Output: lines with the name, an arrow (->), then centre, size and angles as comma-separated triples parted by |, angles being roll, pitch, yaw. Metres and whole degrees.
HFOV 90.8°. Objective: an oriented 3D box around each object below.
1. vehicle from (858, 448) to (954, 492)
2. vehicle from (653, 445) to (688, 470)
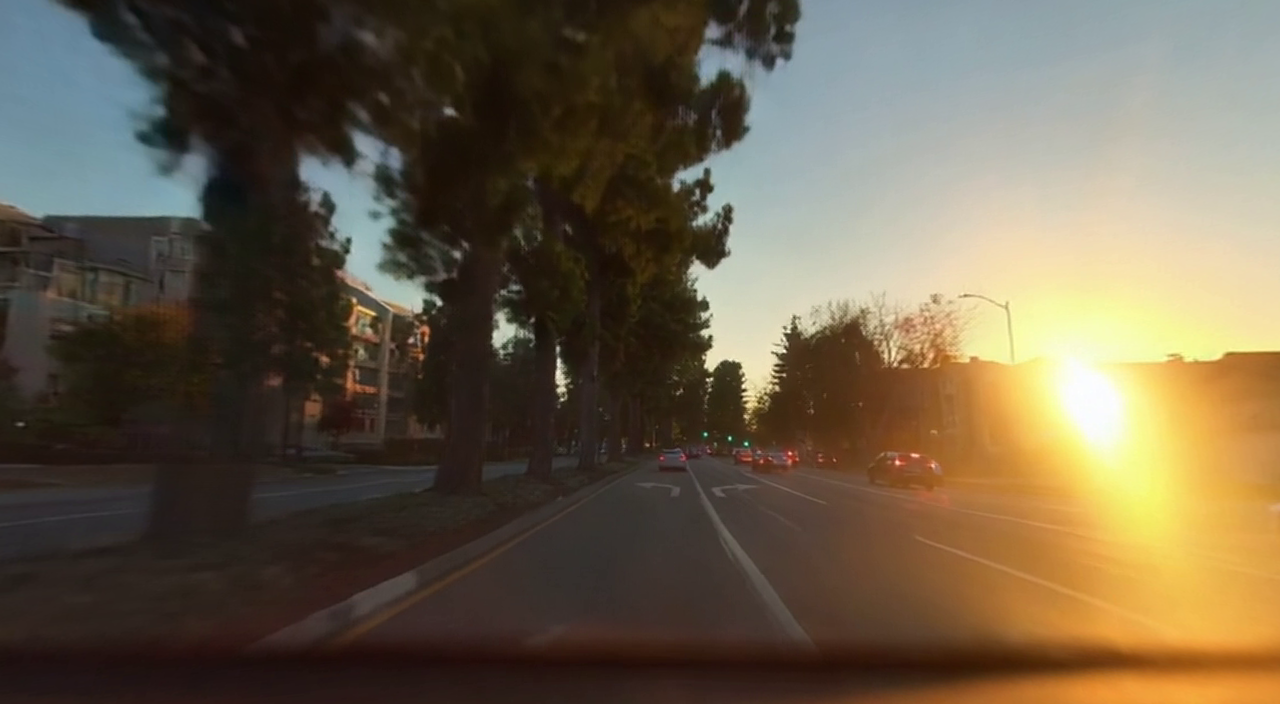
vehicle -> 9.873, 4.393, 23.844 | 2.020, 1.472, 3.958 | 0, -8, 2
vehicle -> 1.847, 6.466, 39.017 | 2.077, 1.477, 3.897 | 0, -8, 2
